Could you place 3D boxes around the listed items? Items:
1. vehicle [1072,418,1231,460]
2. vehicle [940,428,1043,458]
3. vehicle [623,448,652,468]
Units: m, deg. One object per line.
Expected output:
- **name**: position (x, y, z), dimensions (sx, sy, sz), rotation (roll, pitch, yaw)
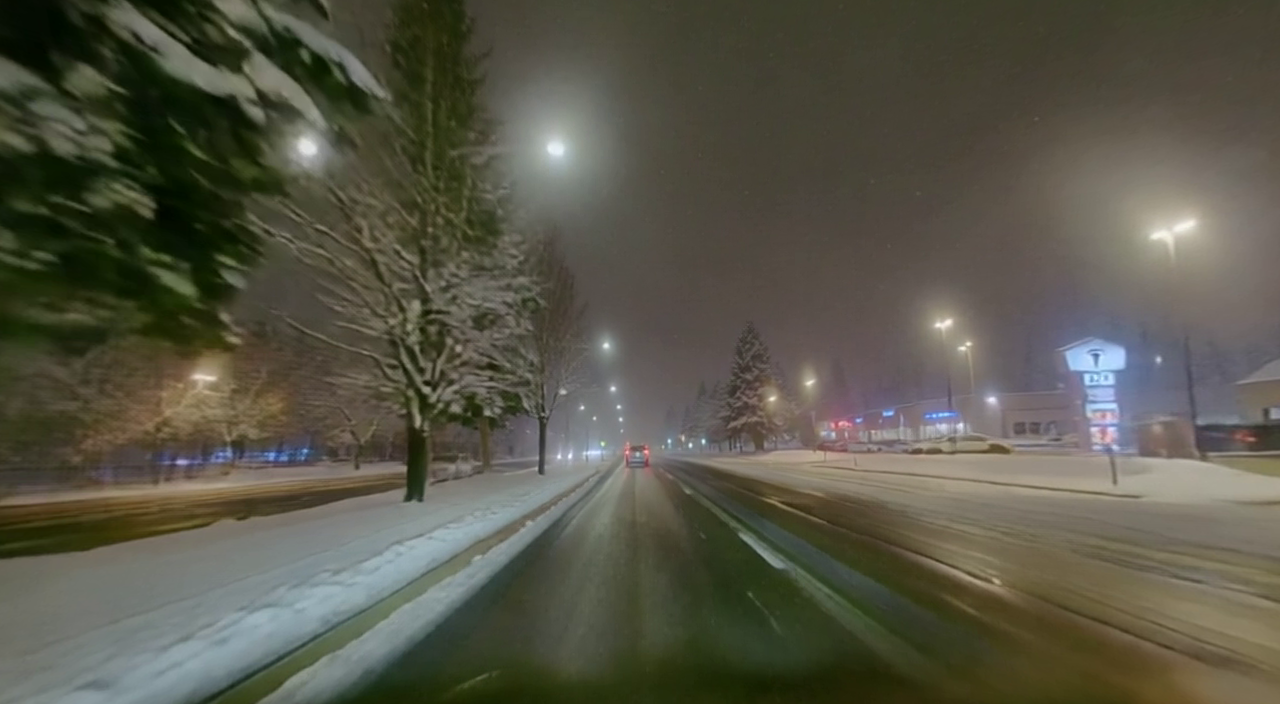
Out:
- **vehicle**: position (20.876, 3.598, 25.963), dimensions (4.682, 1.630, 1.972), rotation (-1, -9, 2)
- **vehicle**: position (20.181, 5.262, 36.462), dimensions (4.586, 1.668, 2.113), rotation (-1, -9, 6)
- **vehicle**: position (-0.231, 8.323, 49.898), dimensions (2.159, 1.461, 4.142), rotation (0, -9, -2)
